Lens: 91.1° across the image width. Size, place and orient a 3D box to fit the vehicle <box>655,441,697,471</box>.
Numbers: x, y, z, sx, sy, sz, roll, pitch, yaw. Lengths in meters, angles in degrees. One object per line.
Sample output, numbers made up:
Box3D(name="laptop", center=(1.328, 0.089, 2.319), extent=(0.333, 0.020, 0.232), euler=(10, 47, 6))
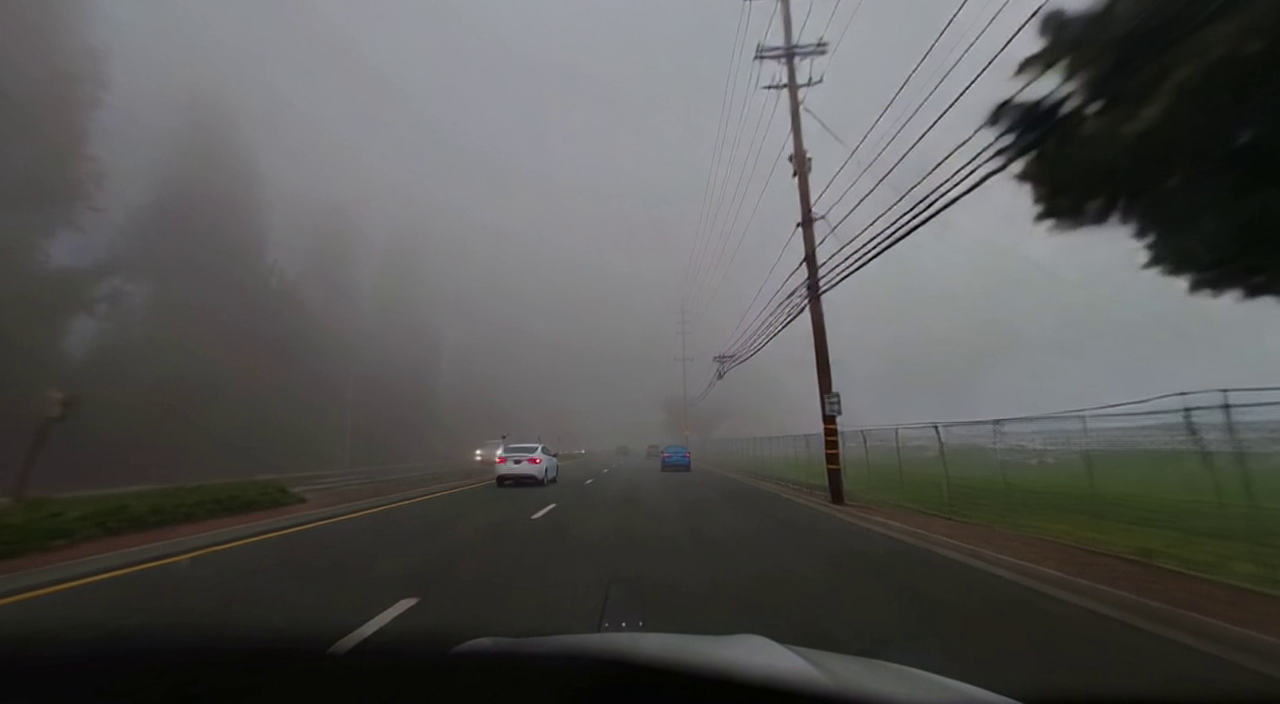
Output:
Box3D(name="vehicle", center=(1.881, 5.647, 34.250), extent=(2.059, 1.486, 3.980), euler=(0, -8, 0))

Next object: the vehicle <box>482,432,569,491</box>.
Box3D(name="vehicle", center=(-3.628, 3.554, 20.721), extent=(1.950, 1.692, 4.397), euler=(-1, -8, 1))
